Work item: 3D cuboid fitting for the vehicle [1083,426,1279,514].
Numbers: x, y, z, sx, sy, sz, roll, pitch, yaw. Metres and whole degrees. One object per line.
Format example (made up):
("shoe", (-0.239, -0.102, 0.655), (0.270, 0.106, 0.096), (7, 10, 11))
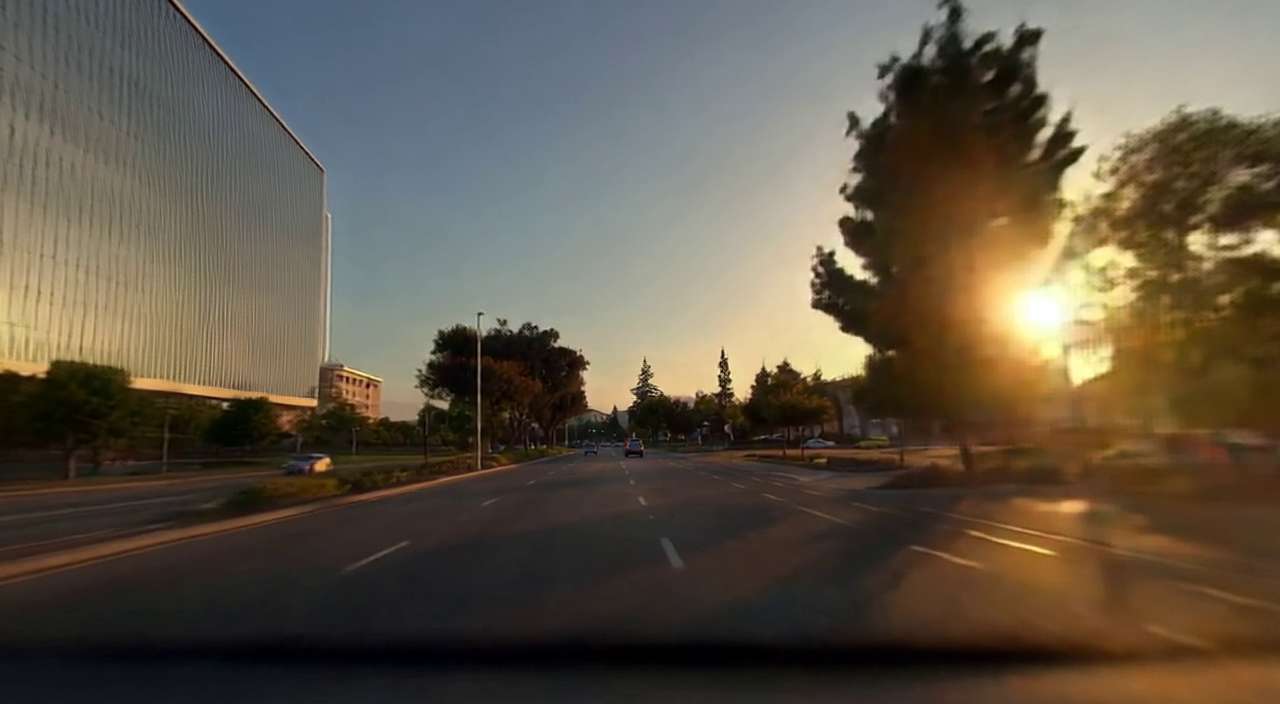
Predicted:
("vehicle", (12.360, 2.458, 13.723), (2.024, 1.575, 4.498), (0, -8, -3))

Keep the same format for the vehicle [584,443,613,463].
("vehicle", (-3.117, 7.536, 47.358), (2.080, 1.445, 4.096), (0, -8, -3))

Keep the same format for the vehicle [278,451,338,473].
("vehicle", (-23.956, 7.920, 45.744), (1.862, 1.489, 4.780), (0, -8, -2))
